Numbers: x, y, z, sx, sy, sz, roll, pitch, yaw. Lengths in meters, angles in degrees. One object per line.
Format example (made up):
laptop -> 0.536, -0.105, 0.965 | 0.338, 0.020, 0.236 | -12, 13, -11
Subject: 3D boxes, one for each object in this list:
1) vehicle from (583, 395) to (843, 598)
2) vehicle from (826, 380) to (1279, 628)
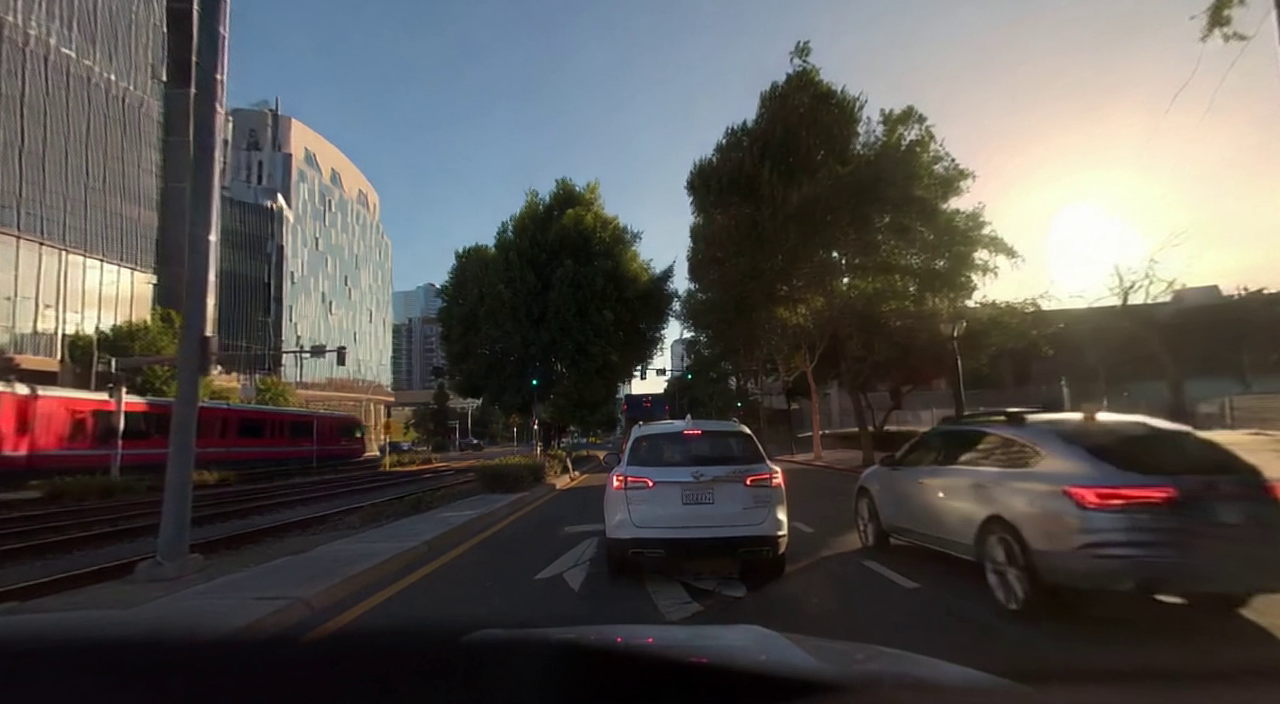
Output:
vehicle -> 0.505, 1.515, 7.405 | 2.190, 1.684, 4.084 | 0, -9, -3
vehicle -> 3.868, 1.400, 6.782 | 2.212, 1.709, 4.715 | 0, -9, -1
